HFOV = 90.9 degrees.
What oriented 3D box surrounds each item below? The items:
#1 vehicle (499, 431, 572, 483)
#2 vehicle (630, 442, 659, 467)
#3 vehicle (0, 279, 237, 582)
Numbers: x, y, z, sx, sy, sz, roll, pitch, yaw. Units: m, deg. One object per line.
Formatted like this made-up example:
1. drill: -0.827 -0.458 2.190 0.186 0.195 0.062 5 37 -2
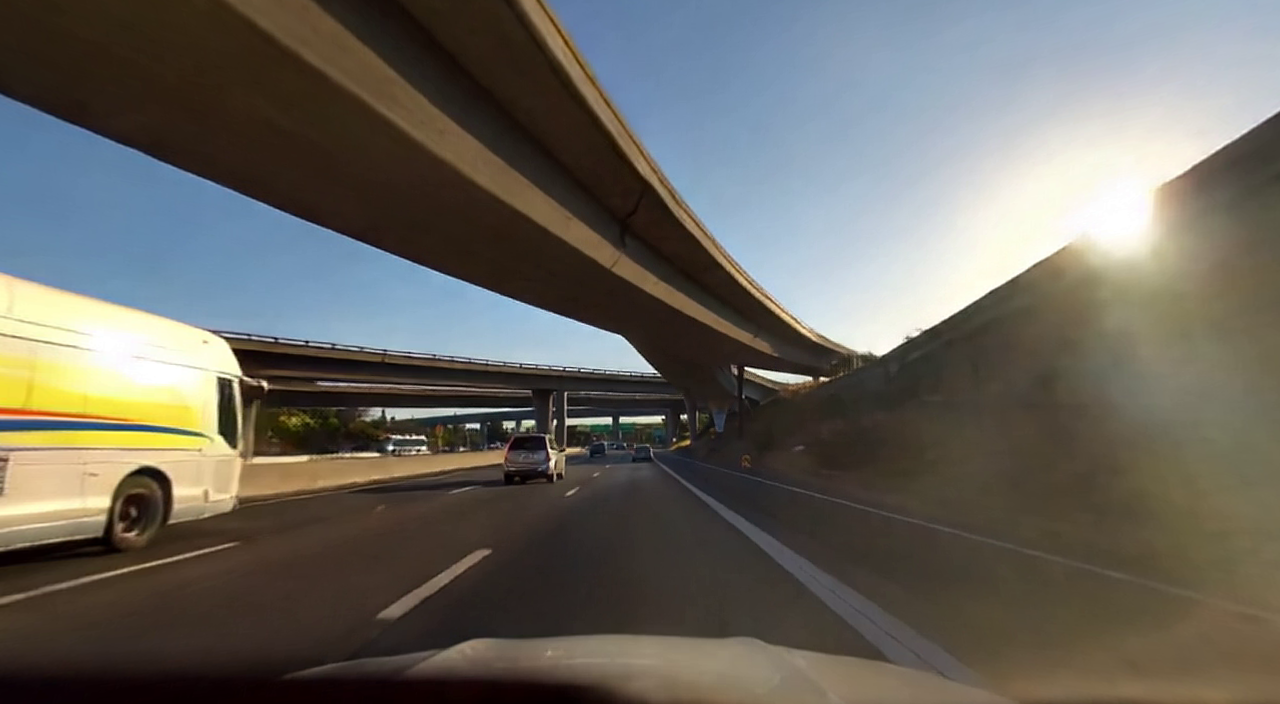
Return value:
1. vehicle: -4.167 4.318 26.022 2.147 1.918 4.834 0 -9 0
2. vehicle: 0.267 7.500 46.070 2.052 1.711 4.223 0 -9 -1
3. vehicle: -7.620 0.658 5.464 2.872 2.890 7.923 0 -9 1
